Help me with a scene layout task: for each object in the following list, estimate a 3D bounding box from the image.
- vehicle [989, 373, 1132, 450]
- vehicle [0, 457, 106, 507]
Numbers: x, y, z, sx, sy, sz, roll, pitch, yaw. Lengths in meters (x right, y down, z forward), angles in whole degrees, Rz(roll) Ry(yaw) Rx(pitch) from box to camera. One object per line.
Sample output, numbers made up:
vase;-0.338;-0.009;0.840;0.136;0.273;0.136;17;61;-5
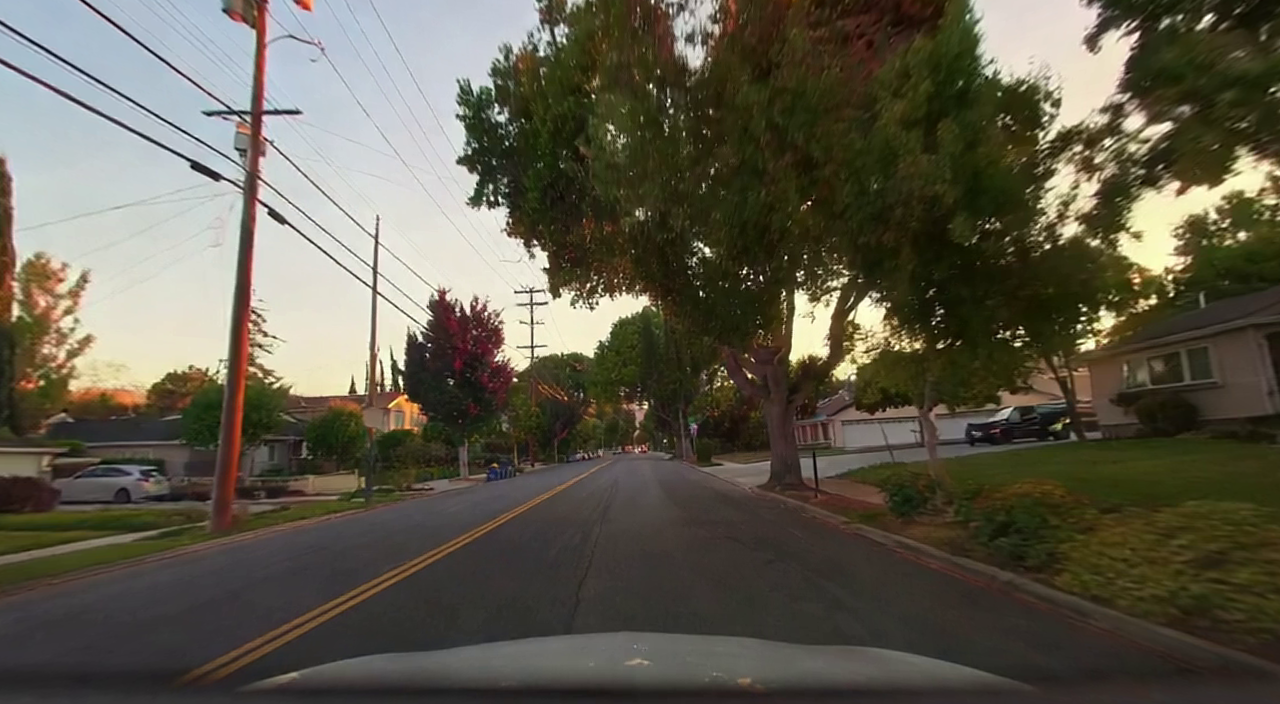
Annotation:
vehicle;21.240;3.257;32.540;2.918;3.393;7.033;-3;-9;7
vehicle;-25.735;5.613;27.449;3.243;2.006;1.893;0;-8;3
